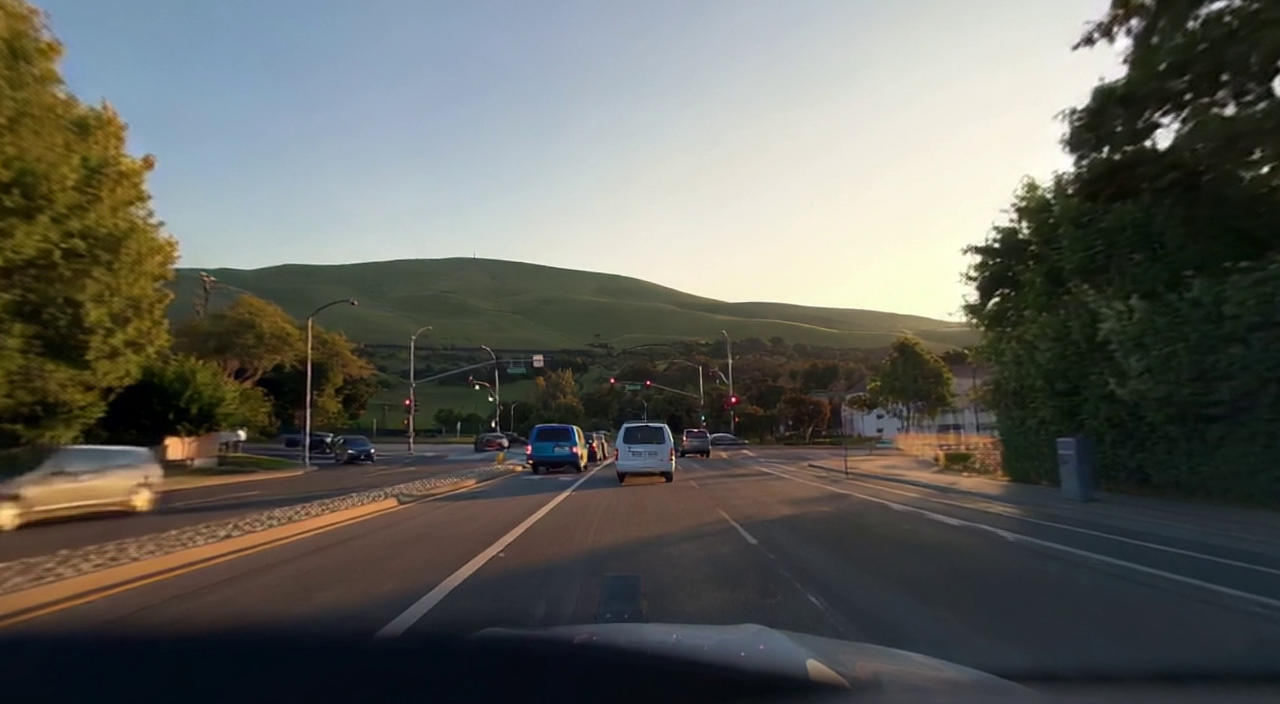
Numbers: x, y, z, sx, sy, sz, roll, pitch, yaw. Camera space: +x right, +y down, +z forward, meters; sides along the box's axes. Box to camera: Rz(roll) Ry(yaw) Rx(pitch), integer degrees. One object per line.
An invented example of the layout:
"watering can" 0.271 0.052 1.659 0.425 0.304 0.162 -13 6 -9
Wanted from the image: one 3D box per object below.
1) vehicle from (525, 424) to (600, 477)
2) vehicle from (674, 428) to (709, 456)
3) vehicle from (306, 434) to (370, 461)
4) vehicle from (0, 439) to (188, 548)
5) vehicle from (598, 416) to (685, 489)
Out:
"vehicle" -2.770 3.679 23.699 2.131 1.783 4.540 0 -8 2
"vehicle" 3.263 5.777 40.430 1.817 1.662 3.843 0 -8 -1
"vehicle" -20.989 6.644 43.721 4.717 1.754 2.053 -7 -11 39
"vehicle" -9.869 2.181 10.229 1.991 1.469 4.596 1 -9 -5
"vehicle" 0.093 2.854 18.117 2.185 1.822 4.391 0 -8 2
